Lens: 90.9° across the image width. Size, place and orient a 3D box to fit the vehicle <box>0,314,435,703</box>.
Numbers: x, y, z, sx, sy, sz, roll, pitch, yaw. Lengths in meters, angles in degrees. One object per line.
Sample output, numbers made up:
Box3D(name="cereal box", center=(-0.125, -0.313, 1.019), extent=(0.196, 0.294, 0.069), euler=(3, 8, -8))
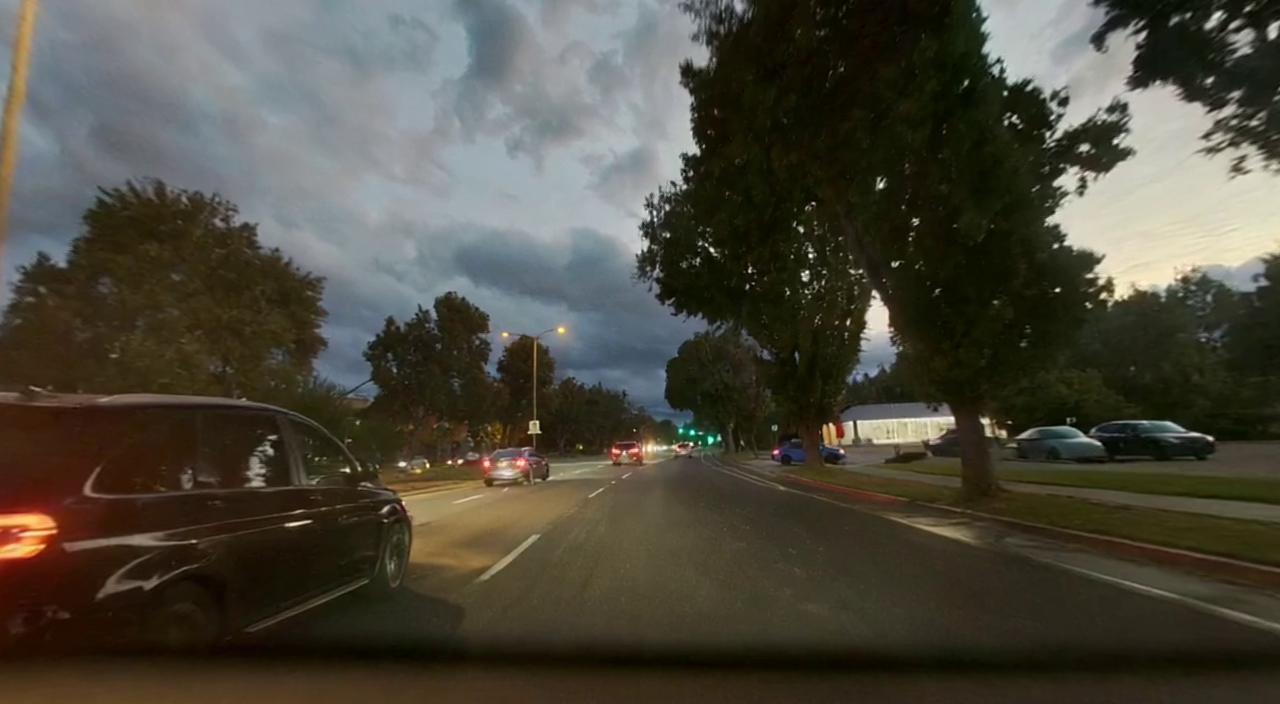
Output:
Box3D(name="vehicle", center=(-3.139, 1.067, 4.129), extent=(2.123, 1.761, 4.322), euler=(0, -9, 0))

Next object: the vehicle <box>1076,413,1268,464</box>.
Box3D(name="vehicle", center=(17.762, 2.924, 21.289), extent=(4.420, 1.607, 2.098), euler=(-1, -8, 6))

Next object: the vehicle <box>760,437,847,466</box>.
Box3D(name="vehicle", center=(9.661, 5.921, 37.448), extent=(4.824, 1.646, 2.077), euler=(-2, -9, 13))

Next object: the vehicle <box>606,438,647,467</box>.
Box3D(name="vehicle", center=(-0.867, 6.803, 42.855), extent=(2.255, 1.806, 4.710), euler=(-1, -9, 6))

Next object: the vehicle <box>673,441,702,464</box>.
Box3D(name="vehicle", center=(3.565, 7.639, 47.990), extent=(2.088, 1.597, 4.309), euler=(-1, -9, 3))

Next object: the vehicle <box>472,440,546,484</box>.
Box3D(name="vehicle", center=(-5.450, 4.620, 26.780), extent=(1.985, 1.708, 4.310), euler=(-1, -9, 4))
